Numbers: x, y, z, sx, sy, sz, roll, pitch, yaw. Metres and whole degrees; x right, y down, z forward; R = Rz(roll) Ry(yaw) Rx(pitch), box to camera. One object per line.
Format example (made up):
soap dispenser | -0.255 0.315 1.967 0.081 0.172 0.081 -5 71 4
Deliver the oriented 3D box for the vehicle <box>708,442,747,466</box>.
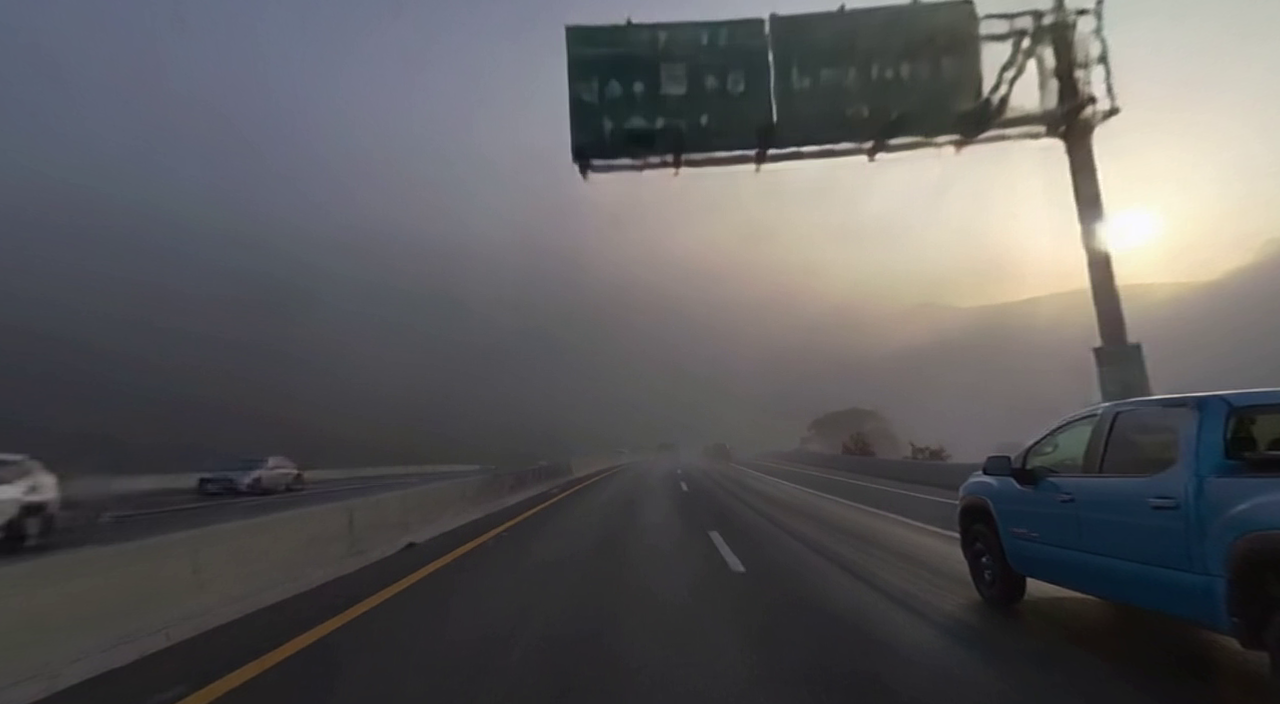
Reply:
vehicle | 6.094 7.151 44.402 2.249 1.635 4.118 0 -9 2

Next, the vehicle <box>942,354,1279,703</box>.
vehicle | 3.920 0.988 3.463 2.151 1.744 4.709 0 -9 0

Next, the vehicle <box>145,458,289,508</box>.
vehicle | -14.270 4.410 21.696 1.815 1.428 4.437 0 -9 1
